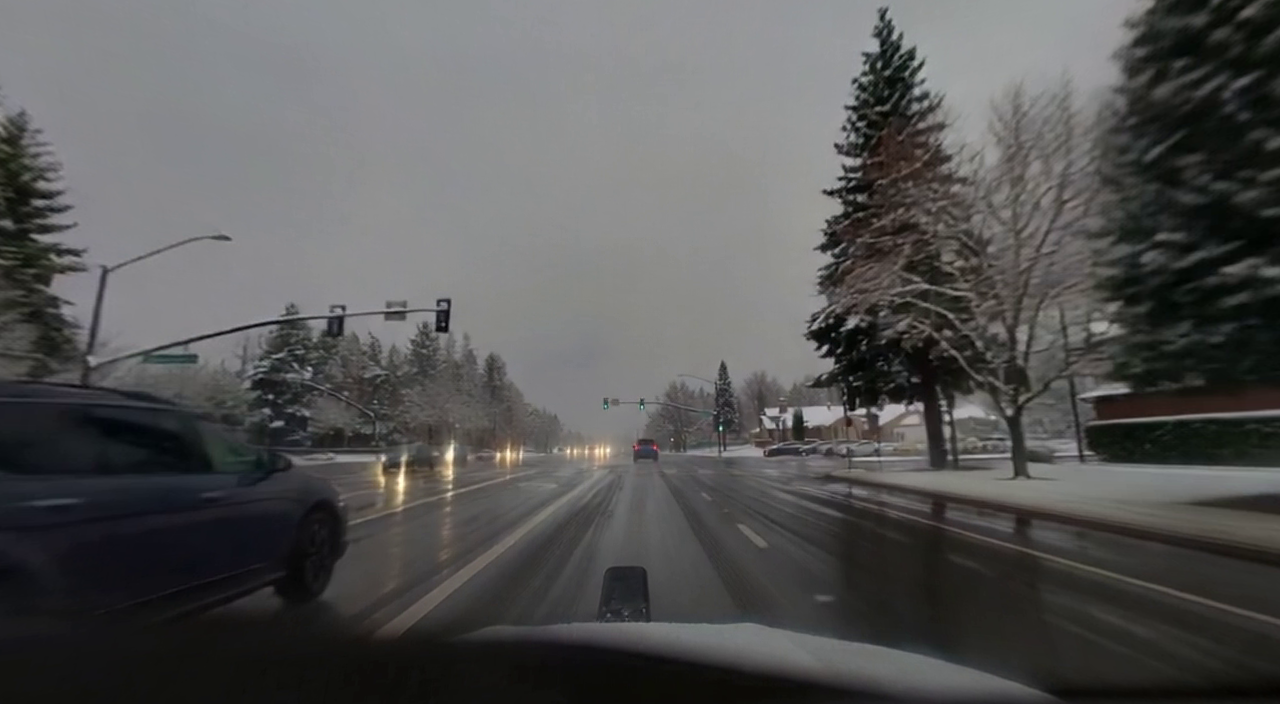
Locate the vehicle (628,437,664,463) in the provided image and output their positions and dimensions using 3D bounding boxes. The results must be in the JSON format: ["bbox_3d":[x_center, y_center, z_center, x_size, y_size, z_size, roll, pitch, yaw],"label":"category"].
[{"bbox_3d":[0.341,6.981,45.026,2.437,1.737,4.420,0,-8,-1],"label":"vehicle"}]

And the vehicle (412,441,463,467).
[{"bbox_3d":[-14.773,7.457,46.241,2.138,1.761,4.611,0,-8,1],"label":"vehicle"}]

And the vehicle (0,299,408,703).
[{"bbox_3d":[-3.527,0.891,3.347,2.459,1.825,5.380,0,-8,1],"label":"vehicle"}]
